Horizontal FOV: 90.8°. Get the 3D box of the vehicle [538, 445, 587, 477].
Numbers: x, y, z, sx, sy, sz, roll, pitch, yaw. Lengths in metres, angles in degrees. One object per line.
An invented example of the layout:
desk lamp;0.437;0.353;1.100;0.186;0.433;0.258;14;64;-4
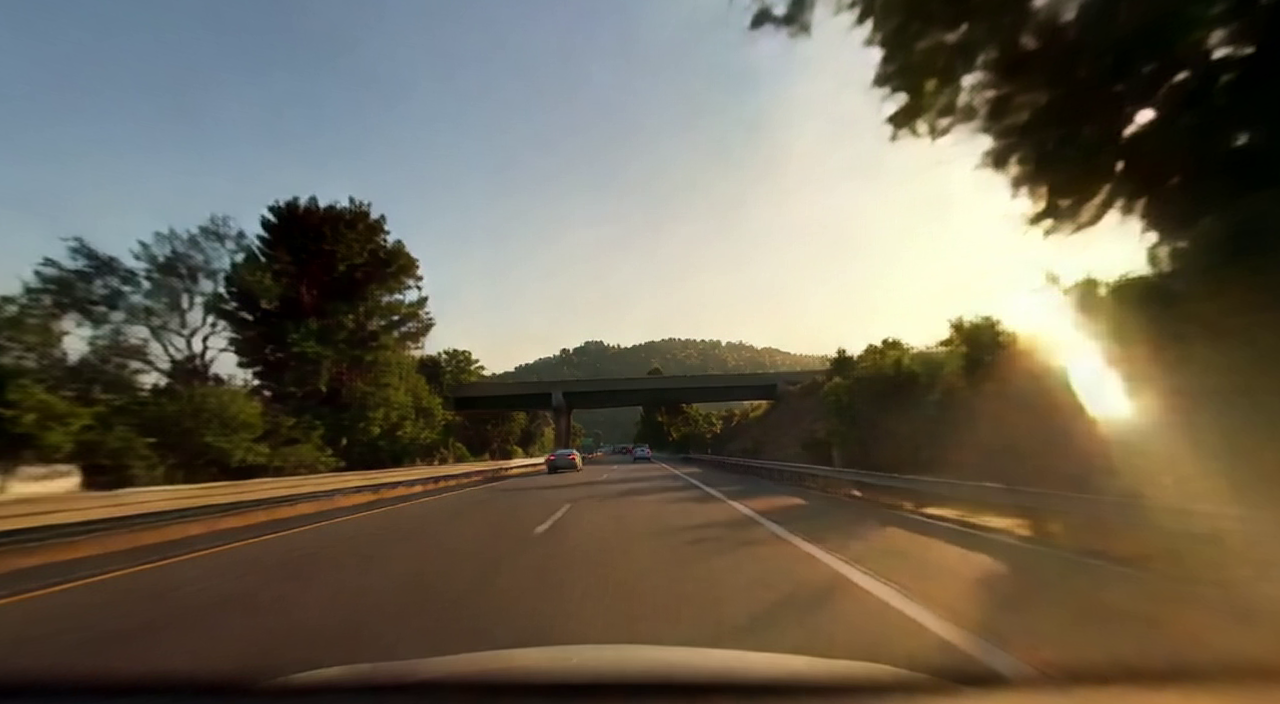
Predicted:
vehicle;-4.176;5.917;34.601;2.076;1.637;4.526;0;-9;0
